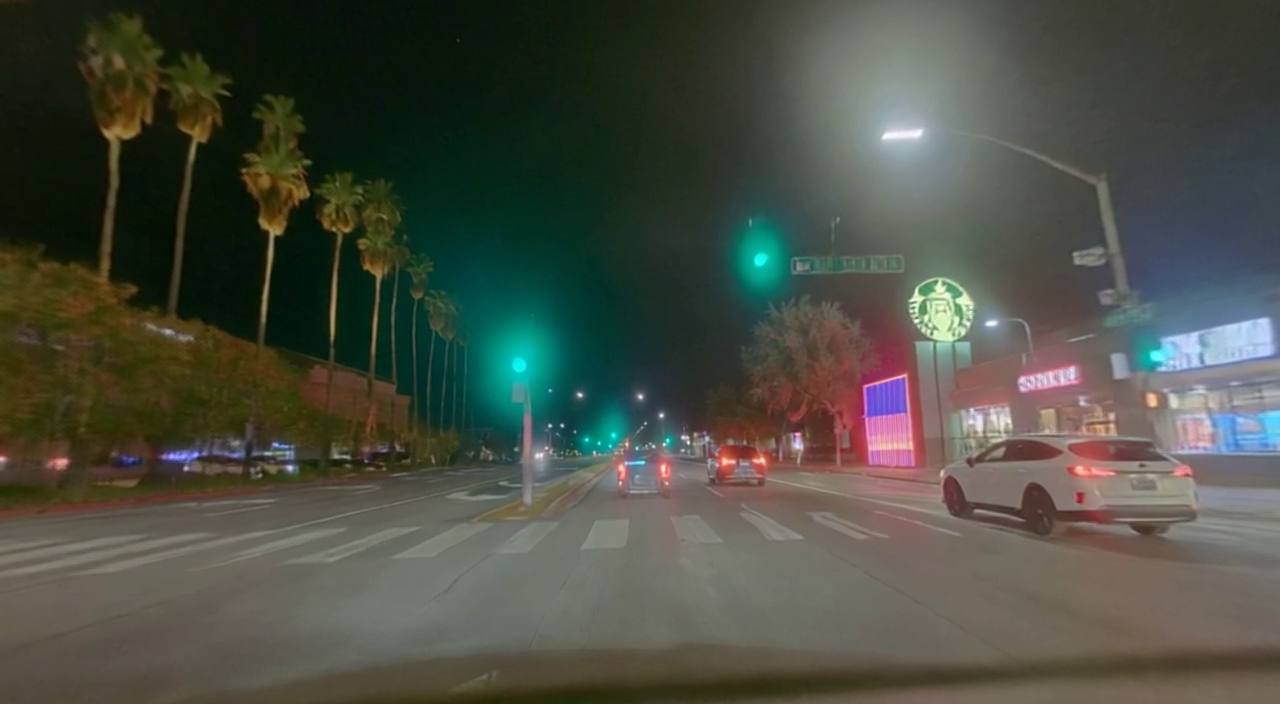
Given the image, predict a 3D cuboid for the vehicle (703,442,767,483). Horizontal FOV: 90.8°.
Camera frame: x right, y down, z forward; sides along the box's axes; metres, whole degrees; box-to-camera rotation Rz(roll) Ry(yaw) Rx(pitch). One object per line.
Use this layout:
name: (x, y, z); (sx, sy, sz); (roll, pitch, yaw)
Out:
vehicle: (3.821, 4.507, 26.218); (1.892, 1.532, 4.177); (0, -8, -2)

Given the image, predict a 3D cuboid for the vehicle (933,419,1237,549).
vehicle: (6.828, 2.040, 10.410); (1.940, 1.674, 4.085); (0, -8, -1)

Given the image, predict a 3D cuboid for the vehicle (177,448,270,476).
vehicle: (-30.816, 8.174, 46.858); (5.230, 1.986, 2.250); (-1, -11, 3)

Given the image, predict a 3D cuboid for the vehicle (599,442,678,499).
vehicle: (-0.057, 3.470, 18.959); (2.110, 1.487, 3.873); (0, -8, 0)
